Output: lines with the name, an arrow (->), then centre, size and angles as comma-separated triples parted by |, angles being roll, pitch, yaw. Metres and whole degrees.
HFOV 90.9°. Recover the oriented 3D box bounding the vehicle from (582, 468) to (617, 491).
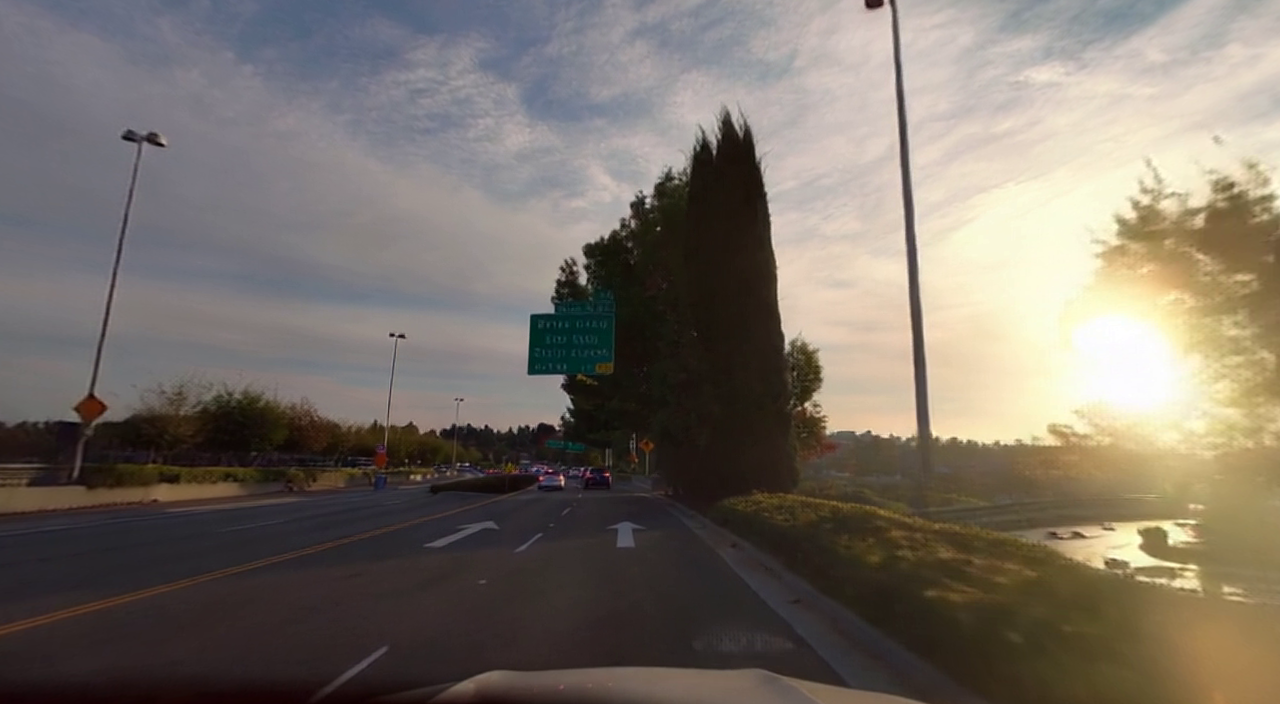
vehicle -> -2.865, 8.831, 43.729 | 2.129, 1.471, 4.258 | 2, -10, -7
